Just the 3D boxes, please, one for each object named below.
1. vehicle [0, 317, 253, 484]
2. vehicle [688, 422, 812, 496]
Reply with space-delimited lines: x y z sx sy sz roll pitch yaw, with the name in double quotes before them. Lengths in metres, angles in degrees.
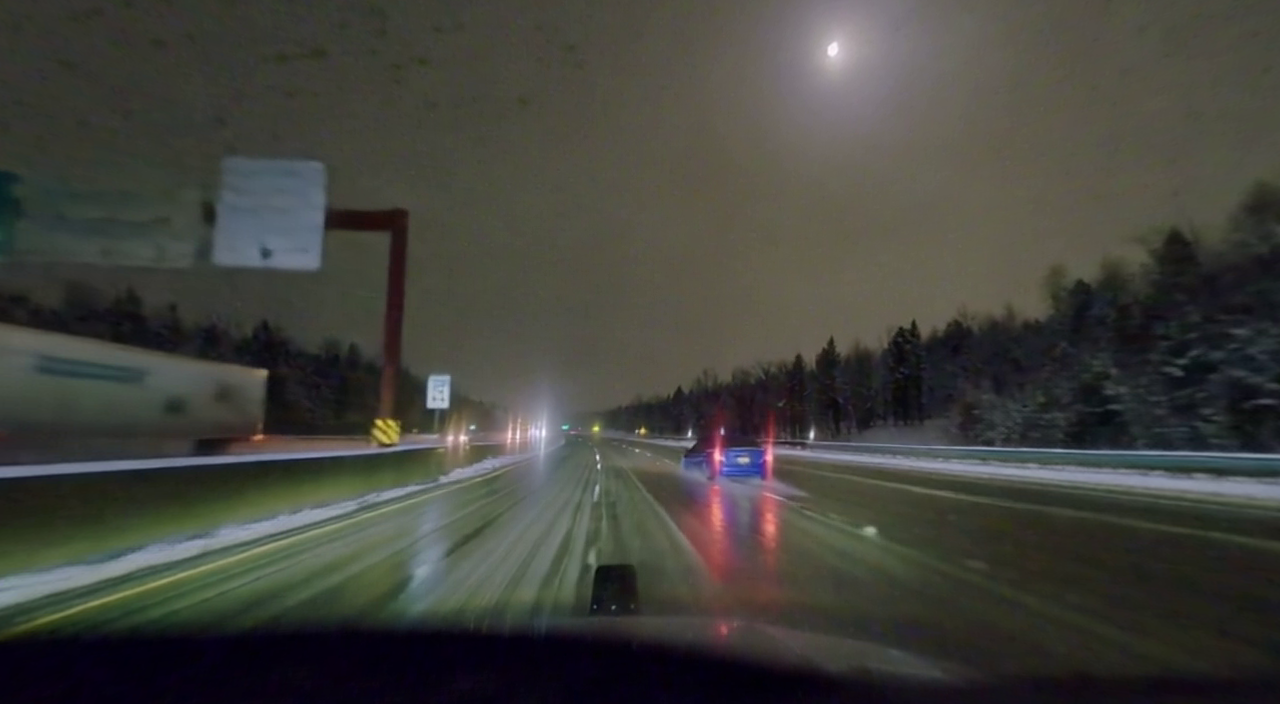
"vehicle" -14.954 1.484 16.504 2.715 3.451 12.236 0 -8 -4
"vehicle" 2.578 2.637 15.989 1.997 1.589 4.179 0 -8 -6
